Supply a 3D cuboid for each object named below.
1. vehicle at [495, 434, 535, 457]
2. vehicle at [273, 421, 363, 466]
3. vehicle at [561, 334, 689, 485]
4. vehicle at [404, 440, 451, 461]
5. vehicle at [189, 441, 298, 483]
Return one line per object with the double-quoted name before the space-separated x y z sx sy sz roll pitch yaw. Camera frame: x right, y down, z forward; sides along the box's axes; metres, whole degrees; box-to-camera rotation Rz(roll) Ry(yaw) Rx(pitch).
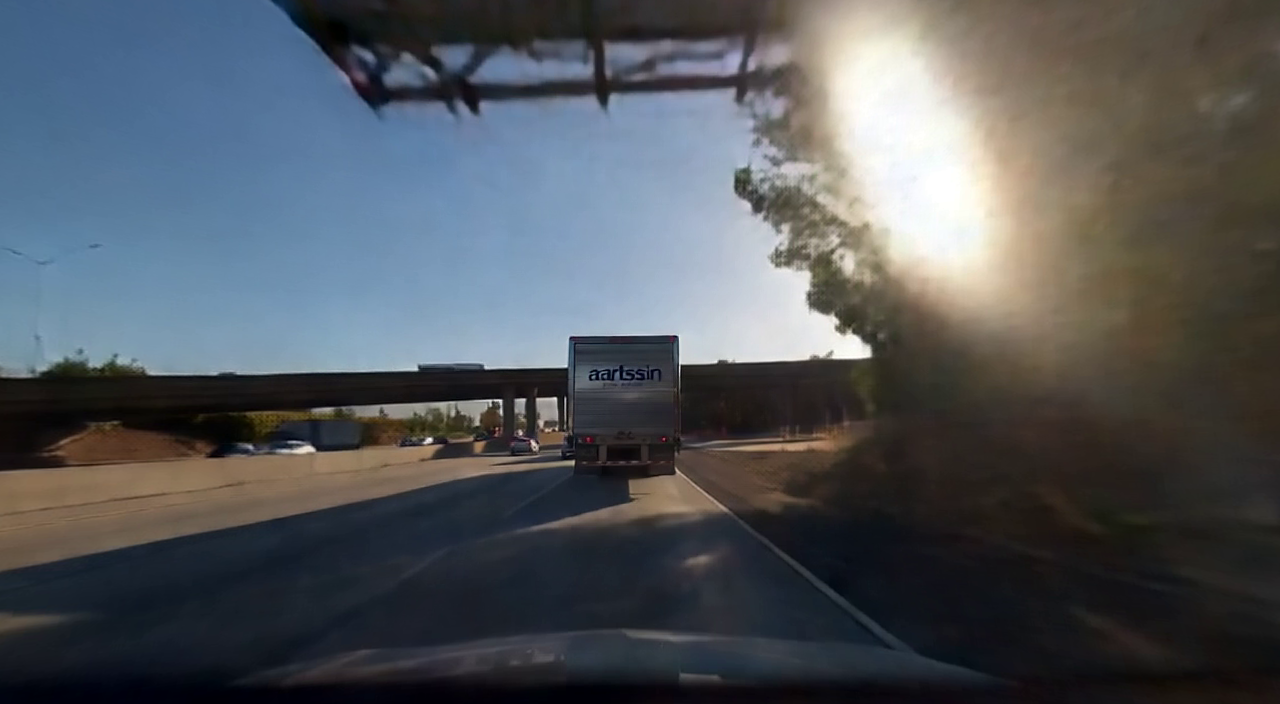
"vehicle" -8.575 6.461 43.567 1.940 1.488 3.976 0 -8 0
"vehicle" -20.016 5.713 39.472 2.263 2.534 6.175 0 -8 1
"vehicle" -0.415 2.255 22.493 3.442 4.106 10.719 0 -8 0
"vehicle" -15.945 7.400 47.408 1.924 1.498 4.565 0 -8 1
"vehicle" -16.386 4.513 26.253 1.911 1.562 4.014 0 -8 0
